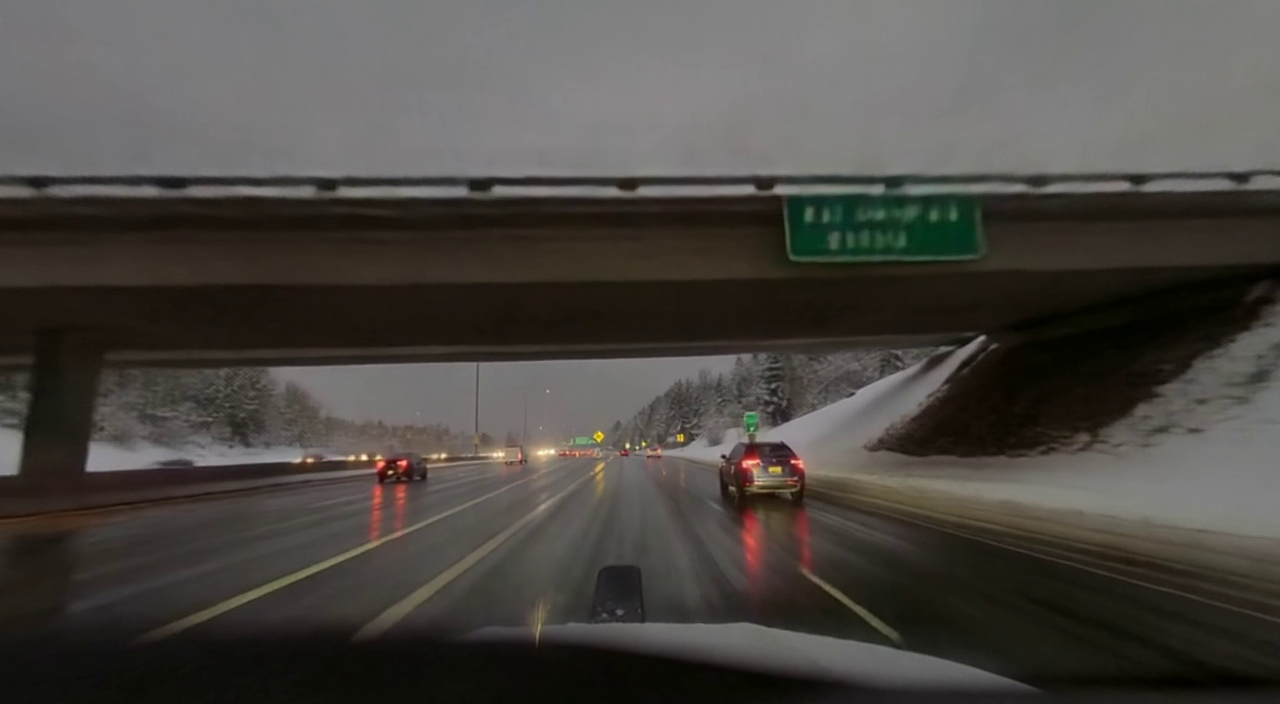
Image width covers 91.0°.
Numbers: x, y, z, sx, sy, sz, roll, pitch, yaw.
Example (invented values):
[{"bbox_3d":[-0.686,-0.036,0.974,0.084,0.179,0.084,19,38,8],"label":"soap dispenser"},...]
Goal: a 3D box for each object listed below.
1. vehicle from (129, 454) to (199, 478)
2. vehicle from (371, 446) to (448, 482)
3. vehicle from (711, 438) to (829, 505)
[{"bbox_3d":[-34.853,8.331,46.231,1.865,1.601,4.387,1,-9,-3],"label":"vehicle"},{"bbox_3d":[-10.818,5.297,30.007,2.072,1.545,4.687,1,-9,-3],"label":"vehicle"},{"bbox_3d":[3.258,3.106,16.748,2.079,1.535,4.316,0,-9,-2],"label":"vehicle"}]
